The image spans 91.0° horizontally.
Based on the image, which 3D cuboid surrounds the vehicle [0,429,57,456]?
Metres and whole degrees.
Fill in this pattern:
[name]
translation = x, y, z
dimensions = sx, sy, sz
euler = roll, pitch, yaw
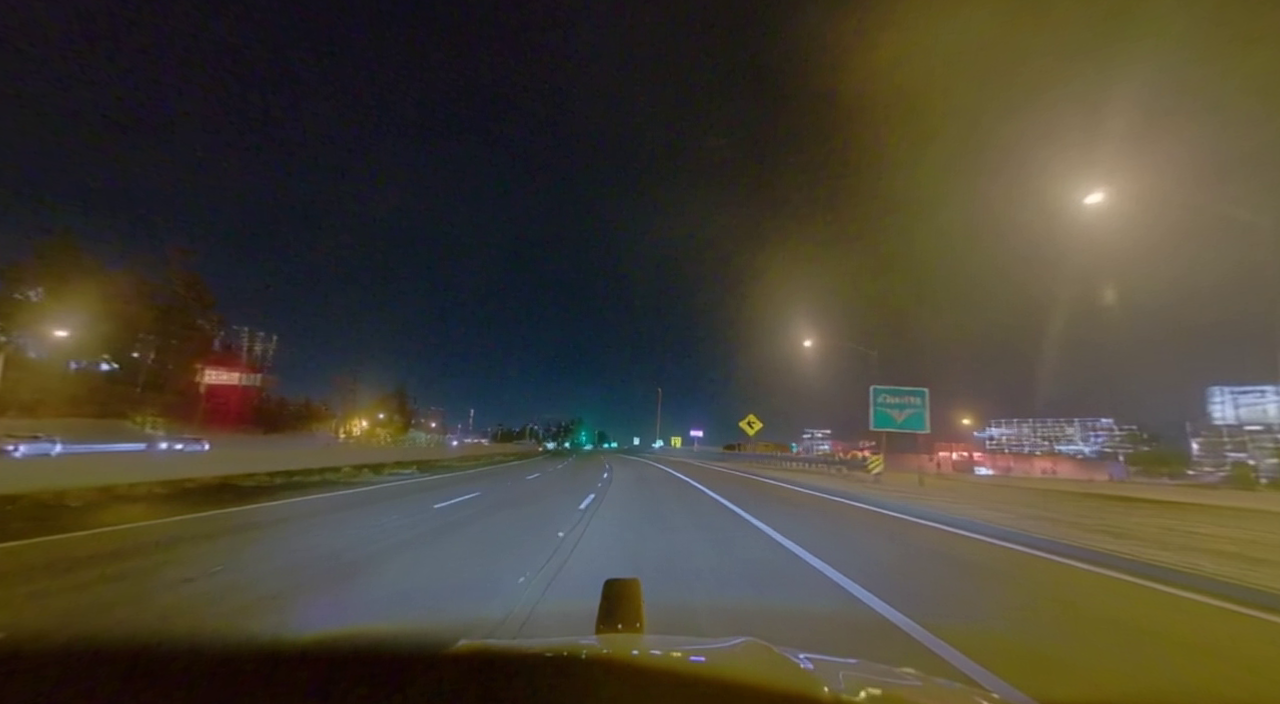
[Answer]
[vehicle]
translation = -45.085, 6.450, 44.766
dimensions = 2.254, 1.840, 5.338
euler = 0, -9, -2
